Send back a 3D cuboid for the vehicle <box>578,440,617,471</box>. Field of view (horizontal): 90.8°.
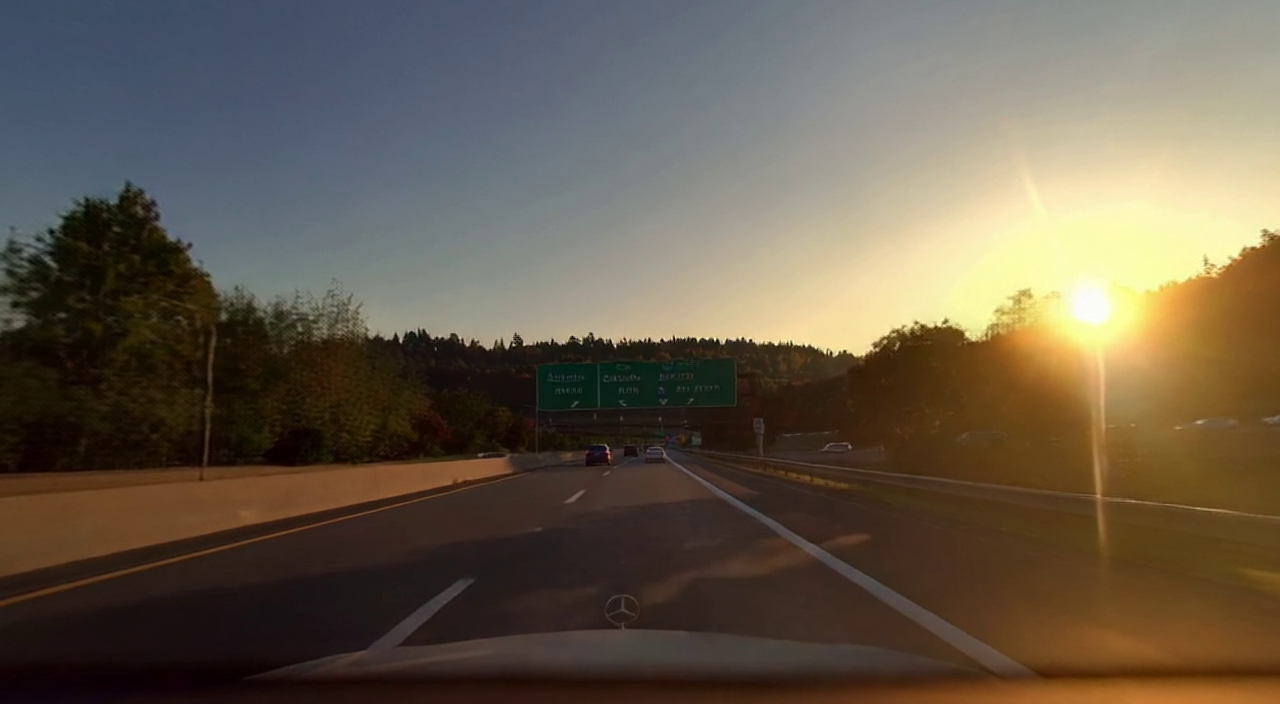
[{"bbox_3d":[-2.723,6.759,41.363,2.143,1.853,4.123,0,-9,2],"label":"vehicle"}]
